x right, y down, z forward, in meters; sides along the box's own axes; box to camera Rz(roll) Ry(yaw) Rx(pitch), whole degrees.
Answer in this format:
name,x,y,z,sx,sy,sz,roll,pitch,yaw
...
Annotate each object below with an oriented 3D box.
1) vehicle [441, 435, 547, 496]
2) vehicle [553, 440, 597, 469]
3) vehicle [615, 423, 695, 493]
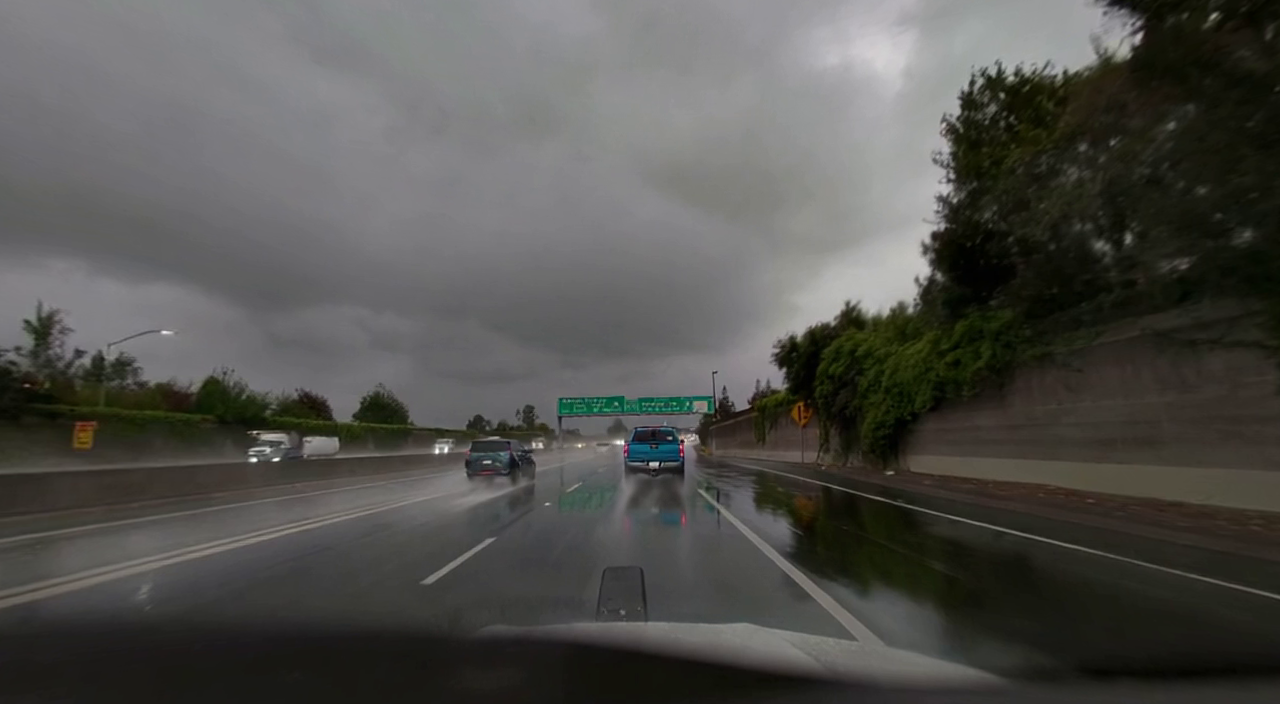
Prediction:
name,x,y,z,sx,sy,sz,roll,pitch,yaw
vehicle,-4.212,3.350,19.046,1.961,1.591,4.756,-1,-8,1
vehicle,-3.811,6.049,37.480,2.061,1.584,4.290,0,-8,1
vehicle,0.412,3.121,18.882,2.083,1.792,4.782,0,-8,1
